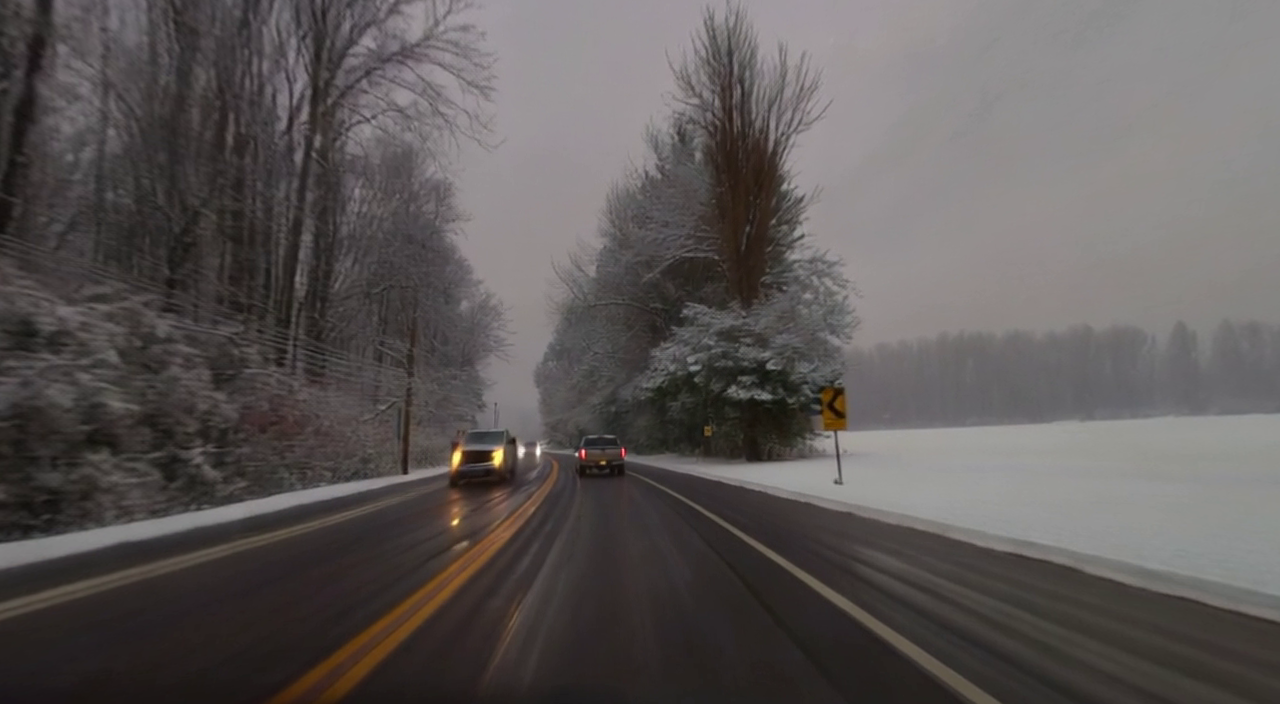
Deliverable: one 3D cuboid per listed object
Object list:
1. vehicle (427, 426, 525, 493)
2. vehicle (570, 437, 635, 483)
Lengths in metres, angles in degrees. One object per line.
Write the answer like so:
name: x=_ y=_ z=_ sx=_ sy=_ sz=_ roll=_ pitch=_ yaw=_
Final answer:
vehicle: x=-5.448 y=3.650 z=21.797 sx=2.374 sy=1.989 sz=4.909 roll=0 pitch=-8 yaw=-4
vehicle: x=-1.681 y=4.722 z=28.085 sx=2.631 sy=1.798 sz=5.331 roll=0 pitch=-8 yaw=-4
